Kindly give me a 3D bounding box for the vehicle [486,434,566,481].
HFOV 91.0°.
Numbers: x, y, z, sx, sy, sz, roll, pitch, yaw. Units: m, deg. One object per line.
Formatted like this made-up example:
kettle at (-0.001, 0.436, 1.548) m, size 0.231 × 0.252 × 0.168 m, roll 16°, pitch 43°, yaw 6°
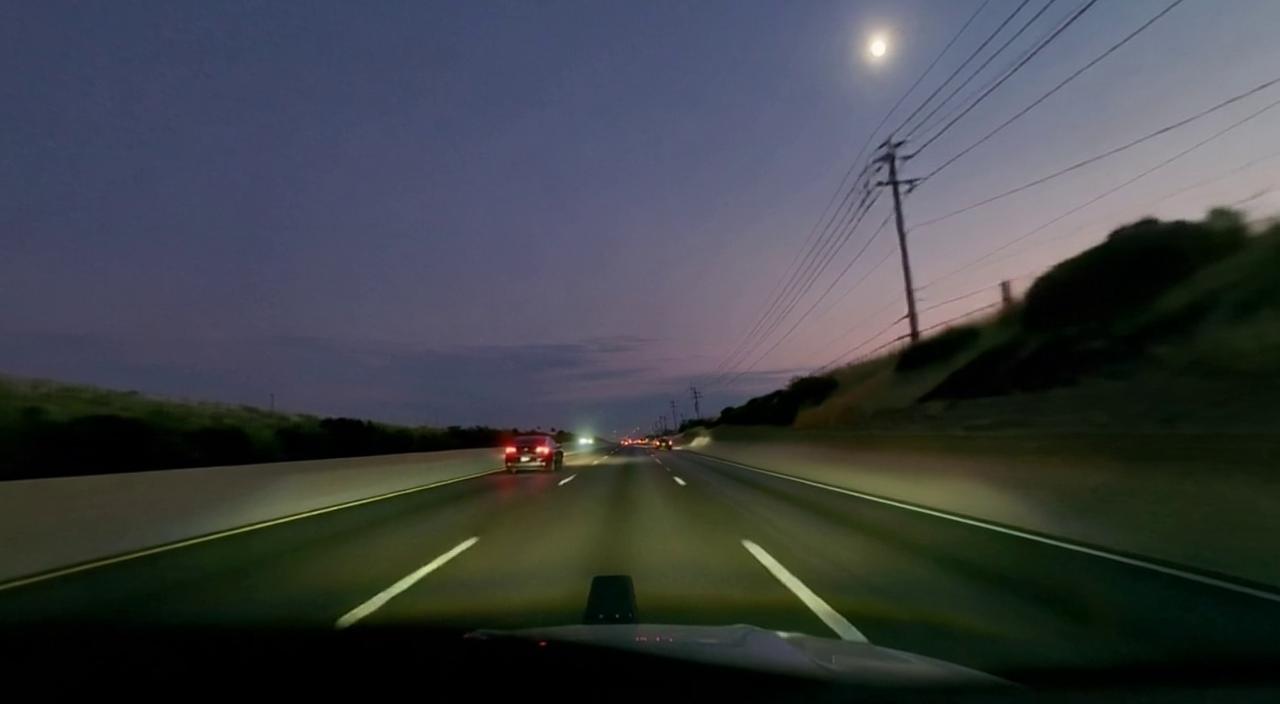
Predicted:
vehicle at (-4.032, 3.806, 23.124) m, size 2.016 × 1.543 × 4.870 m, roll 0°, pitch -8°, yaw 0°
